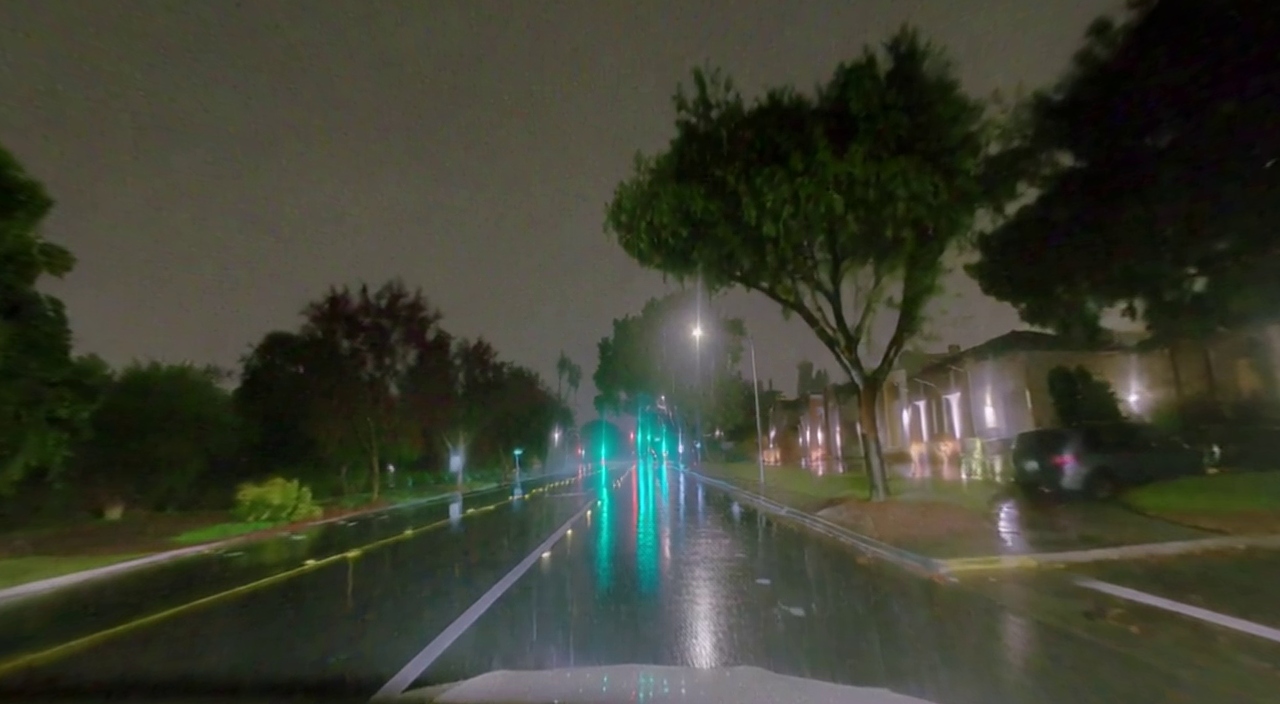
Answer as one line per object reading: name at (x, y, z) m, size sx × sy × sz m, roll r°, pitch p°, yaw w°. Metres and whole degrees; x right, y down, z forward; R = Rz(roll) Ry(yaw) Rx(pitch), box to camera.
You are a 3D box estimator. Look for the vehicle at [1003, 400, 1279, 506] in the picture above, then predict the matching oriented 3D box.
vehicle at (10.971, 2.158, 13.589) m, size 2.187 × 1.786 × 5.323 m, roll 3°, pitch -9°, yaw -16°
